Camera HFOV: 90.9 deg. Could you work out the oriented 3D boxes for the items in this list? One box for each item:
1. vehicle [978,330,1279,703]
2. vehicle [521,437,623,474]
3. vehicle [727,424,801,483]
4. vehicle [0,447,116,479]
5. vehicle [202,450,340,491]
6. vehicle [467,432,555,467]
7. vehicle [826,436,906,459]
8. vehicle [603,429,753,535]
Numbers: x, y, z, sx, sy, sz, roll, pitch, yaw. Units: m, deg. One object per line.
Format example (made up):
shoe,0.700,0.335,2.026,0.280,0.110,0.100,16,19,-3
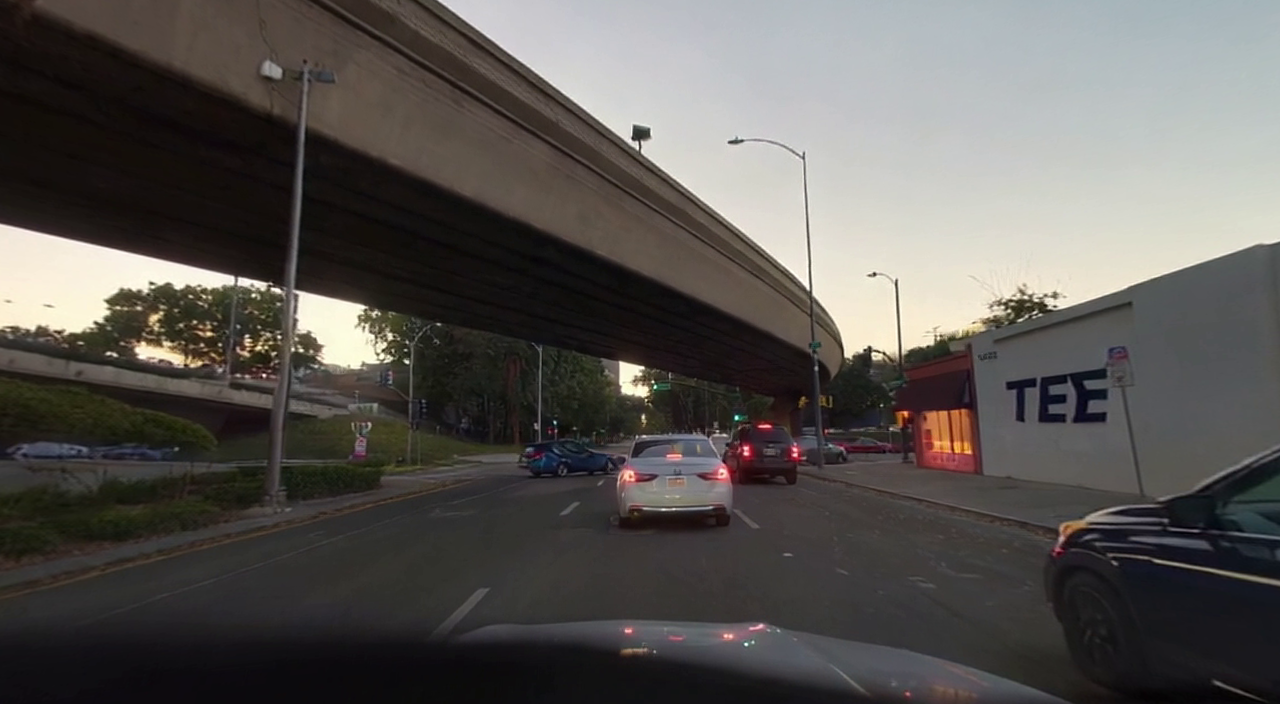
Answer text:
vehicle,3.506,0.797,2.327,2.062,1.781,4.488,0,-8,1
vehicle,-3.179,4.892,30.058,4.546,1.611,1.832,6,-10,-37
vehicle,4.529,3.778,23.745,2.080,1.999,4.379,-1,-8,2
vehicle,-31.860,6.072,34.554,4.474,1.673,2.010,0,-8,1
vehicle,-14.668,4.680,25.316,1.873,1.462,4.283,-6,-10,32
vehicle,-7.610,5.851,37.943,2.322,1.916,5.640,-4,-9,23
vehicle,14.564,6.188,40.796,4.498,1.439,1.842,0,-8,-1
vehicle,0.562,2.144,11.026,2.101,1.467,4.210,0,-8,1
